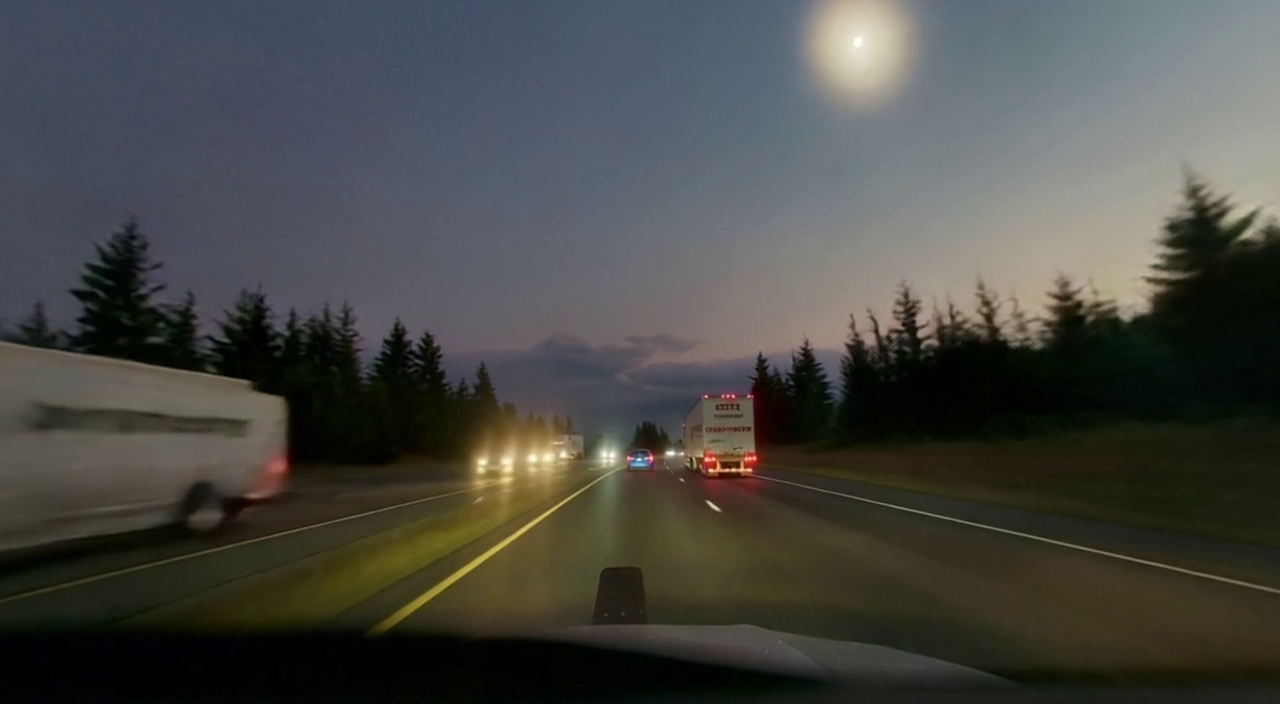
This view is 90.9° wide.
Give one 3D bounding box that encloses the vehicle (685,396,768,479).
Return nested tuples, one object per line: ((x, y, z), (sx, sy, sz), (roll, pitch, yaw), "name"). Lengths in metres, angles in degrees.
((4.731, 5.304, 38.021), (2.909, 4.074, 14.457), (0, -9, 0), "vehicle")

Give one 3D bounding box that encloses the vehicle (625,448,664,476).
((0.263, 6.179, 35.633), (2.074, 1.475, 3.960), (0, -9, 1), "vehicle")

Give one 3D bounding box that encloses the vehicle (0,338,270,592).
((-8.693, 1.458, 8.241), (3.033, 2.814, 7.504), (0, -9, 1), "vehicle")

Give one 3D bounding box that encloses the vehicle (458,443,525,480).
((-8.246, 6.152, 35.611), (2.252, 1.923, 5.541), (0, -9, 2), "vehicle")
